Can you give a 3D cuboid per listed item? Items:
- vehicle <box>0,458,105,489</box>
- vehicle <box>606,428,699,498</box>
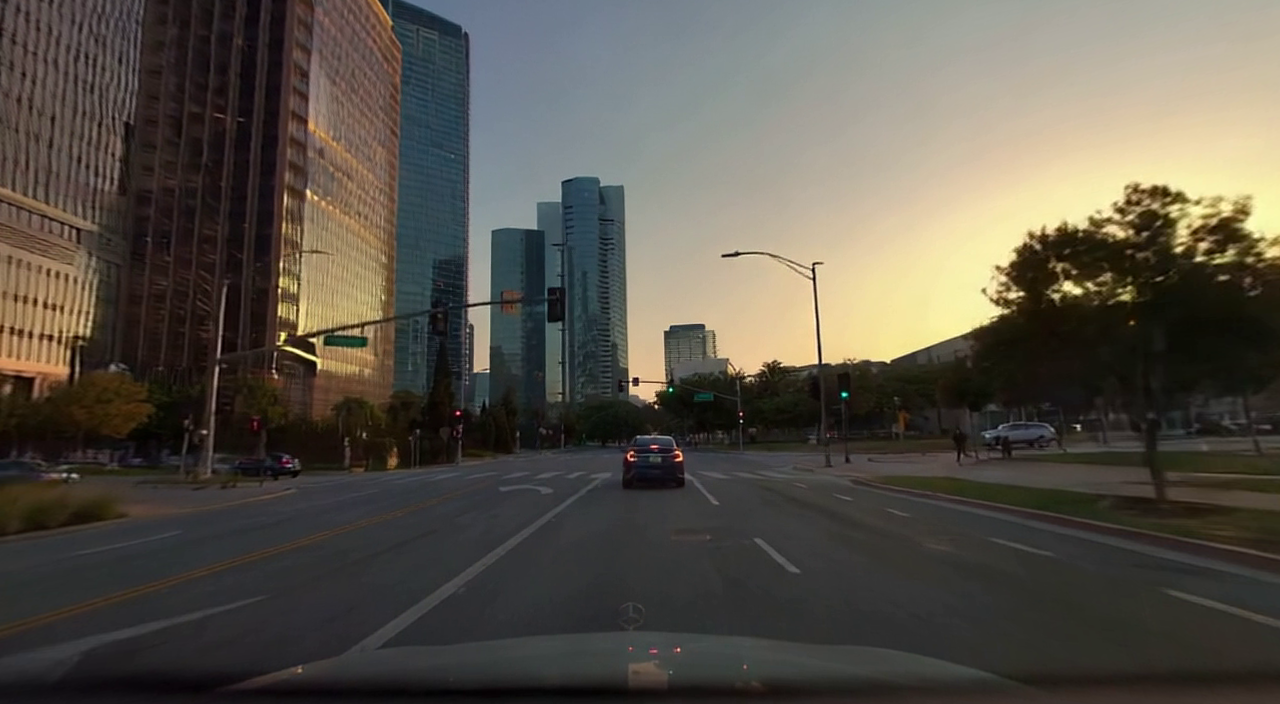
[{"bbox_3d":[-30.858,6.275,32.655,4.494,1.475,1.893,0,-9,-1],"label":"vehicle"},{"bbox_3d":[0.289,2.920,16.930,2.184,1.640,4.086,0,-8,0],"label":"vehicle"}]
